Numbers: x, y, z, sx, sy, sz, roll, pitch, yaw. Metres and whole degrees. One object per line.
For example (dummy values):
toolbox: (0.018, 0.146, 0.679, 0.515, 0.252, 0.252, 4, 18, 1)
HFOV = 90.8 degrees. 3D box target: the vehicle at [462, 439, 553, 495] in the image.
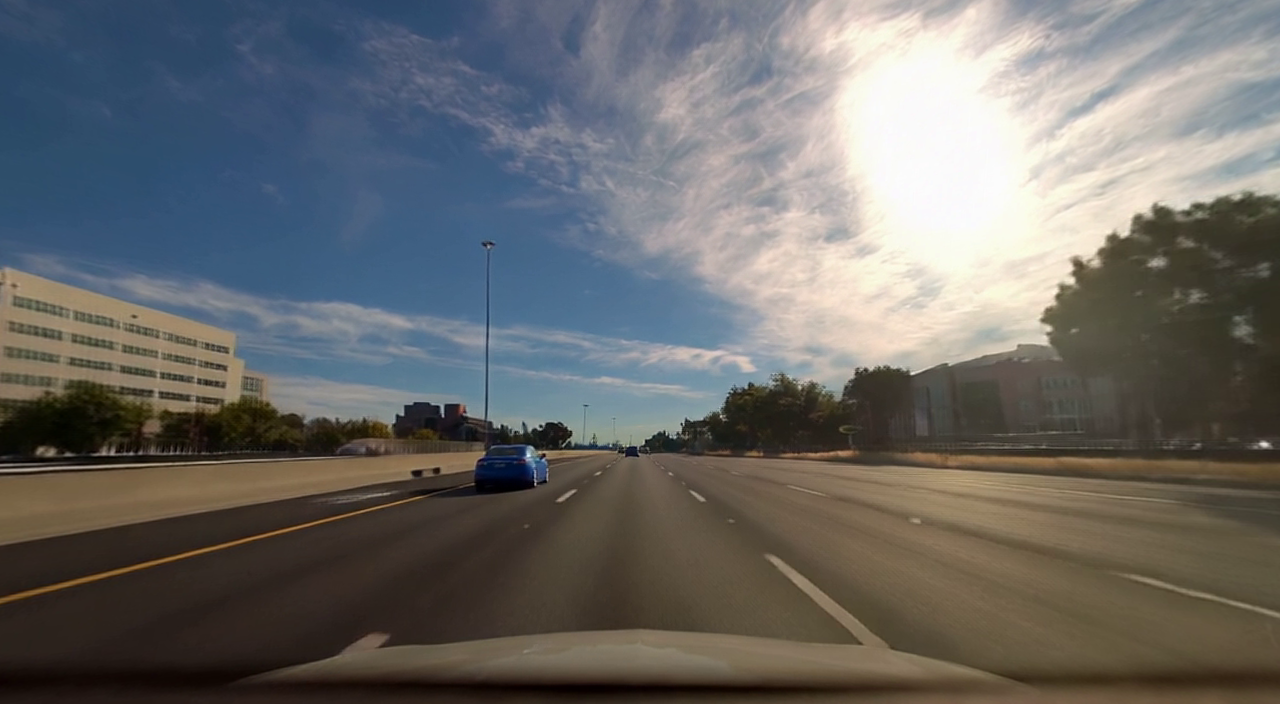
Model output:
vehicle: (-3.959, 3.511, 19.700, 1.900, 1.492, 4.495, 0, -9, 0)
